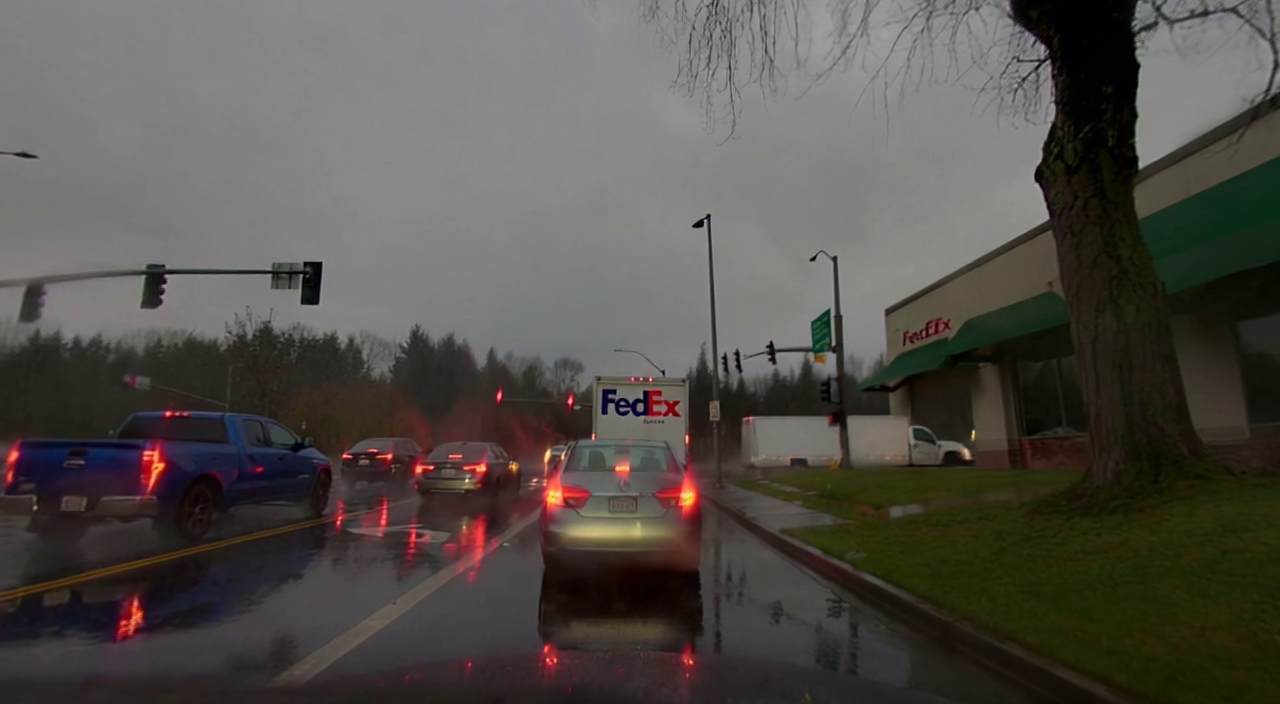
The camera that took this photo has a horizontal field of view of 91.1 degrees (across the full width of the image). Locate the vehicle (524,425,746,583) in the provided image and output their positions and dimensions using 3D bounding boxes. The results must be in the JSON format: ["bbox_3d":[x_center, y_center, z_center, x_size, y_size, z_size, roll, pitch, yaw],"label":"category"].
[{"bbox_3d":[-0.042,1.795,8.283,2.145,1.513,4.269,0,-9,0],"label":"vehicle"}]

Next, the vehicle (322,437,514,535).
[{"bbox_3d":[-3.877,2.402,11.930,1.949,1.487,4.390,0,-9,1],"label":"vehicle"}]

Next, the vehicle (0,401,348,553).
[{"bbox_3d":[-7.299,1.983,10.713,2.125,1.893,5.498,0,-9,-2],"label":"vehicle"}]

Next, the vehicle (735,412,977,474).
[{"bbox_3d":[12.225,5.327,36.877,12.889,3.380,3.345,-1,-9,5],"label":"vehicle"}]
